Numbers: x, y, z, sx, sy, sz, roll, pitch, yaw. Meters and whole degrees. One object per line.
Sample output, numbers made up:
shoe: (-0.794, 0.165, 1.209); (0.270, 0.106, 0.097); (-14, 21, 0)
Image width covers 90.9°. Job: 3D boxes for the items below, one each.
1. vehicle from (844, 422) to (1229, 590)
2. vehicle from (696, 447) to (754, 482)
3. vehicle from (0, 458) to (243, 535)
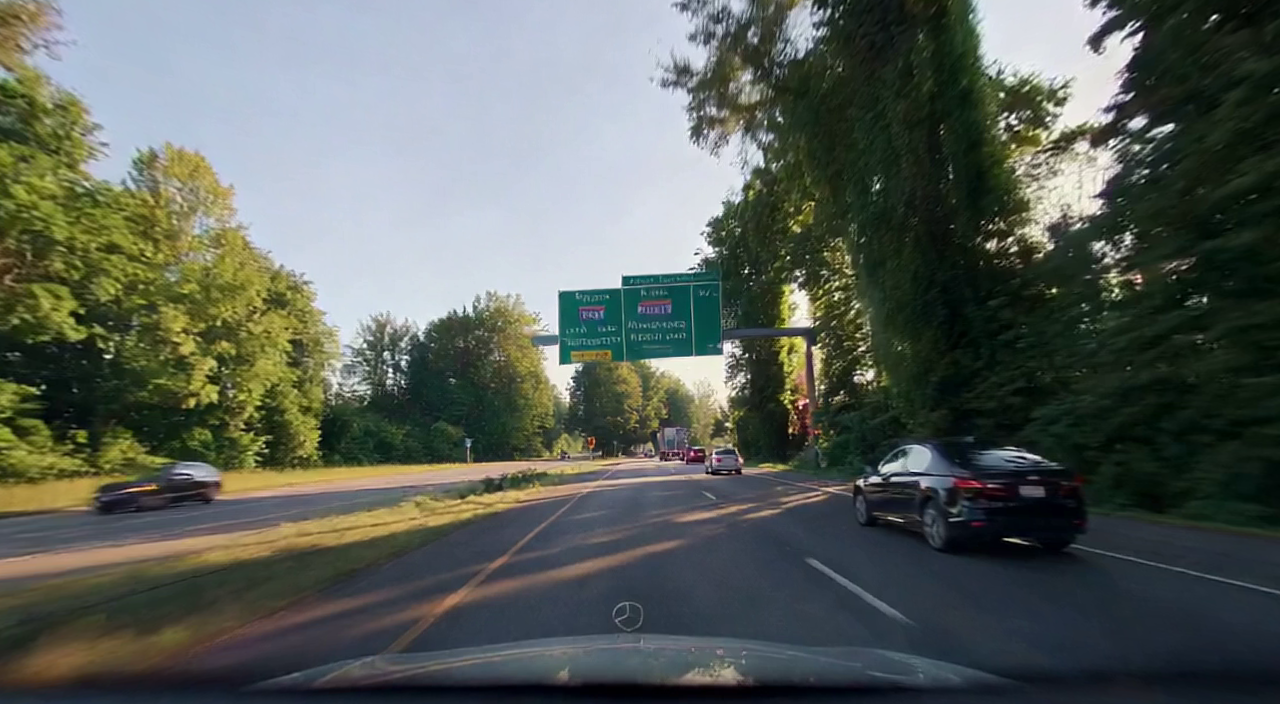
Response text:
vehicle: (4.472, 1.796, 8.254); (1.995, 1.544, 4.579); (0, -9, -1)
vehicle: (3.974, 5.309, 30.145); (2.031, 1.491, 4.883); (0, -9, -1)
vehicle: (-12.678, 3.479, 15.814); (2.197, 1.503, 4.962); (0, -9, 0)
